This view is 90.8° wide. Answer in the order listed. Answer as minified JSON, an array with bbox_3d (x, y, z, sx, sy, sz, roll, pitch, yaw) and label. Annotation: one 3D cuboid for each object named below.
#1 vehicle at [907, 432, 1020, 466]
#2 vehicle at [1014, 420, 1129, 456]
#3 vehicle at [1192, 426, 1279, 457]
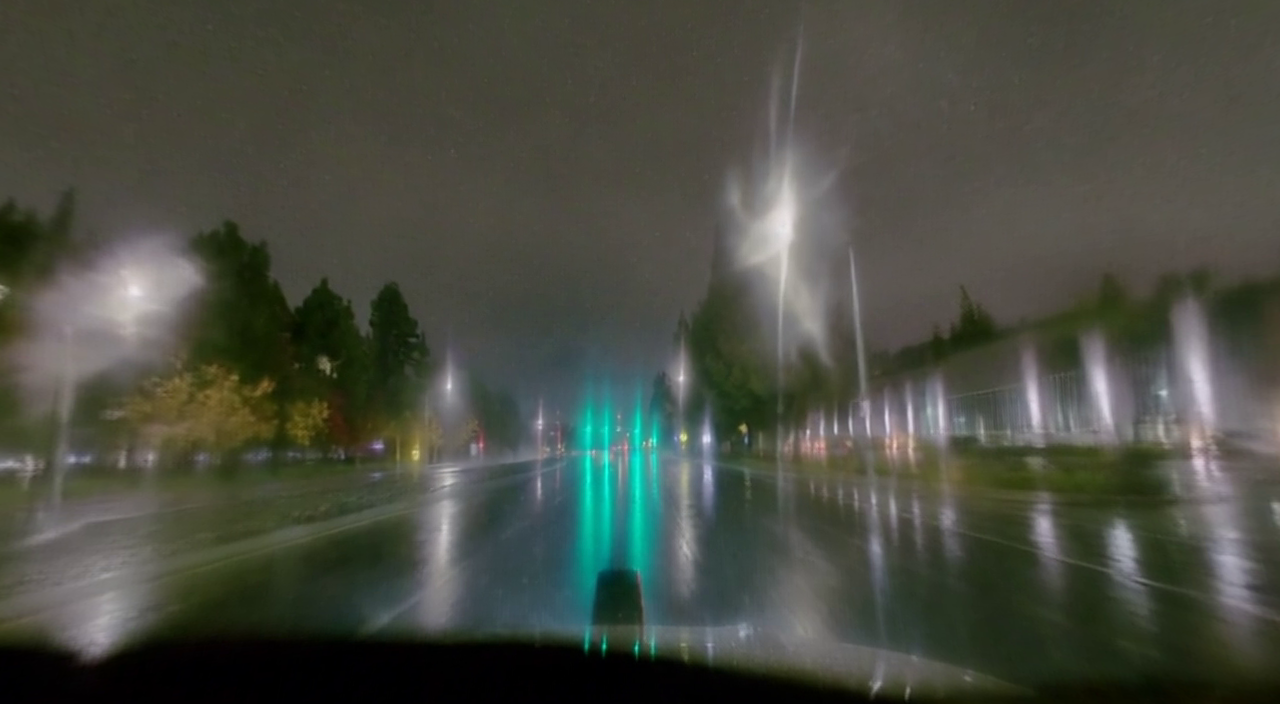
[{"bbox_3d":[17.380,5.222,34.121,4.938,1.729,2.098,0,-8,-4],"label":"vehicle"},{"bbox_3d":[30.017,5.995,44.087,6.323,2.077,2.262,-3,-8,-3],"label":"vehicle"},{"bbox_3d":[30.292,4.411,31.245,4.324,1.472,1.711,0,-8,-1],"label":"vehicle"}]
